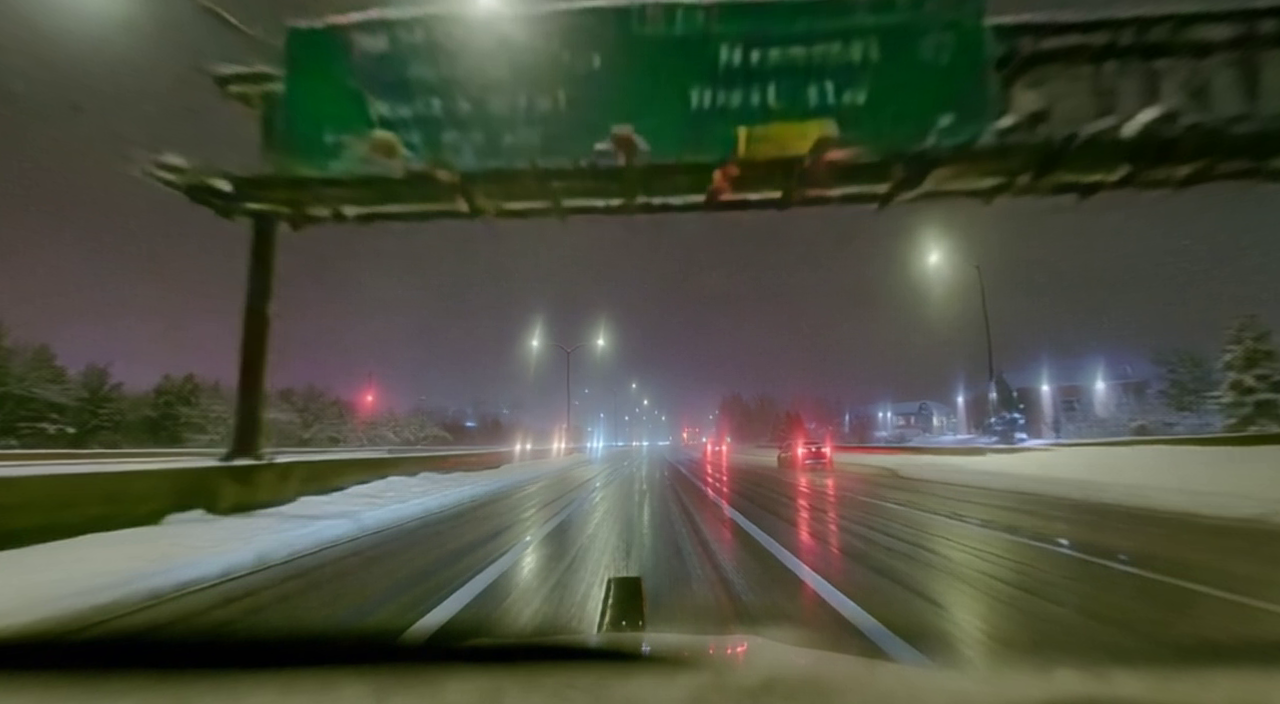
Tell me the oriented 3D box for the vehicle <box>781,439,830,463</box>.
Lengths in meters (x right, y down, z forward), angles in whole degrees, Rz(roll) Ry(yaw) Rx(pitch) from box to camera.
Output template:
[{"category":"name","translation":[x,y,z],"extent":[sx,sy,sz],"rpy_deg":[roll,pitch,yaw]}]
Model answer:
[{"category":"vehicle","translation":[10.845,6.500,41.589],"extent":[2.000,1.514,4.585],"rpy_deg":[0,-8,0]}]
